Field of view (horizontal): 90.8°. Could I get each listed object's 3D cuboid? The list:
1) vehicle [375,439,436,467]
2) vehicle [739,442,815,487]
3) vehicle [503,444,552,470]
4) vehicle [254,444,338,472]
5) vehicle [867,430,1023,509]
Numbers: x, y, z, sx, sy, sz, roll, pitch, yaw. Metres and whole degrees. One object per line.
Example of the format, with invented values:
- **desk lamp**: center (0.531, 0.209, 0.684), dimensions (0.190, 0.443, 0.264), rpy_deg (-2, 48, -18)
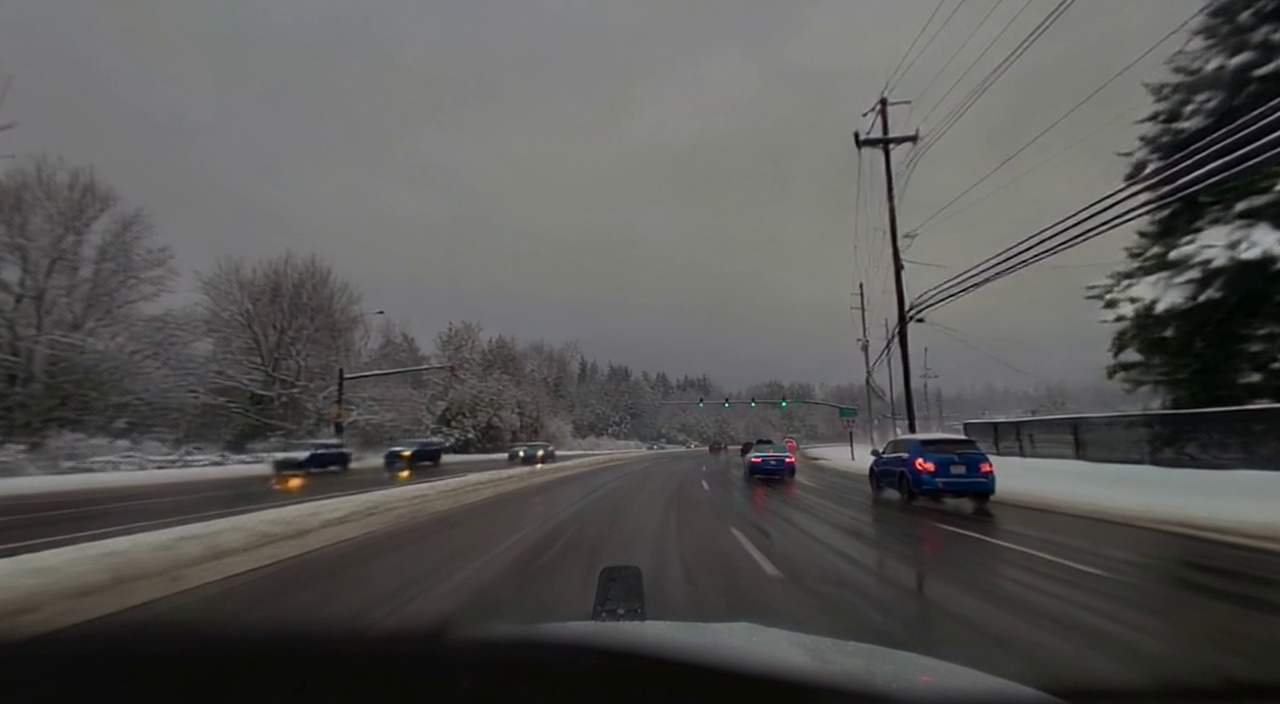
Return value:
- **vehicle**: center (-15.825, 6.827, 42.920), dimensions (1.948, 1.772, 4.491), rpy_deg (-1, -9, 8)
- **vehicle**: center (4.836, 4.034, 23.011), dimensions (2.035, 1.460, 4.392), rpy_deg (-1, -8, 4)
- **vehicle**: center (-7.327, 6.896, 41.632), dimensions (2.107, 1.587, 4.514), rpy_deg (-1, -9, 4)
- **vehicle**: center (-19.945, 6.138, 36.925), dimensions (1.859, 1.500, 4.753), rpy_deg (-1, -9, 6)
- **vehicle**: center (7.787, 3.025, 16.734), dimensions (2.029, 1.795, 4.371), rpy_deg (0, -9, 2)
